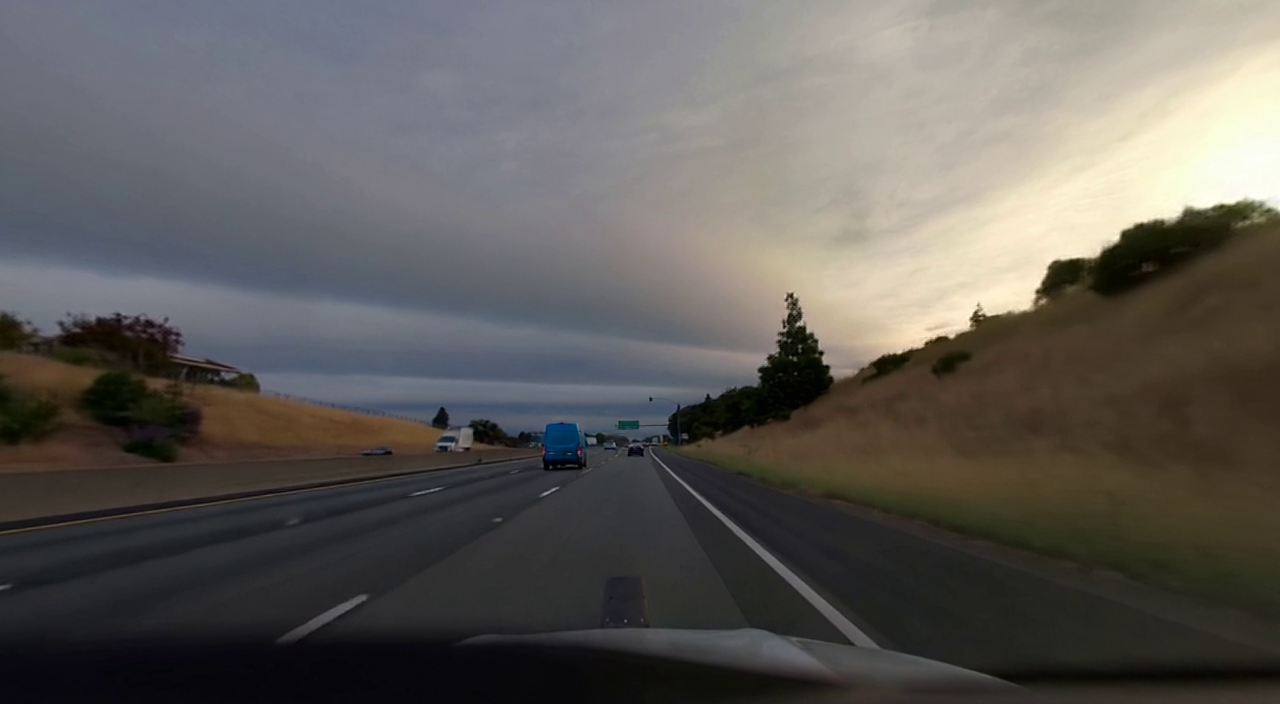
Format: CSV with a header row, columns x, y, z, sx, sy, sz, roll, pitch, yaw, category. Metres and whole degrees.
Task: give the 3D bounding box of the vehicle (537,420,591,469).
x,y,z,sx,sy,sz,roll,pitch,yaw,category
-4.058,5.128,34.808,2.329,2.483,5.428,0,-8,0,vehicle
